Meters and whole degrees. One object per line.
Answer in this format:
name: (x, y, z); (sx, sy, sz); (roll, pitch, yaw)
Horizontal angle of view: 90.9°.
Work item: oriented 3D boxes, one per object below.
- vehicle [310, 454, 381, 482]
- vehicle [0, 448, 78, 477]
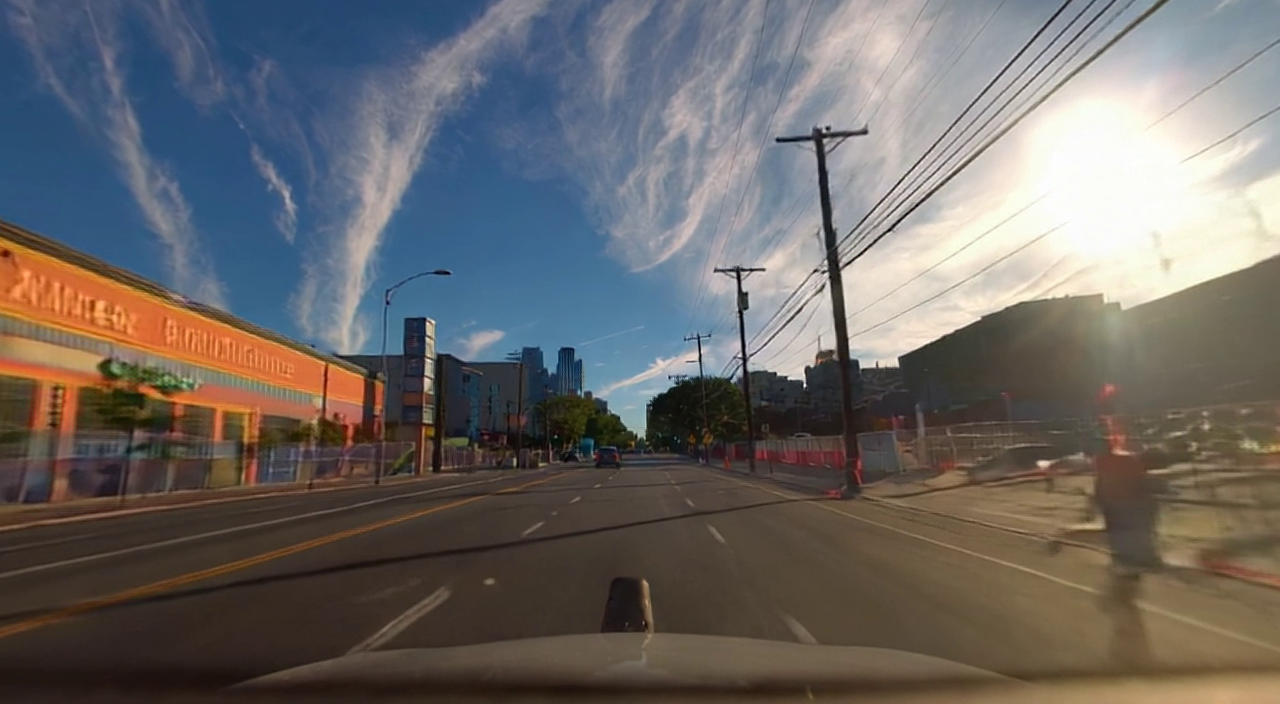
vehicle: (-17.086, 6.720, 36.877); (1.995, 1.460, 4.802); (0, -9, -2)
vehicle: (-39.905, 7.186, 41.117); (4.290, 1.788, 2.165); (-1, -9, -1)
